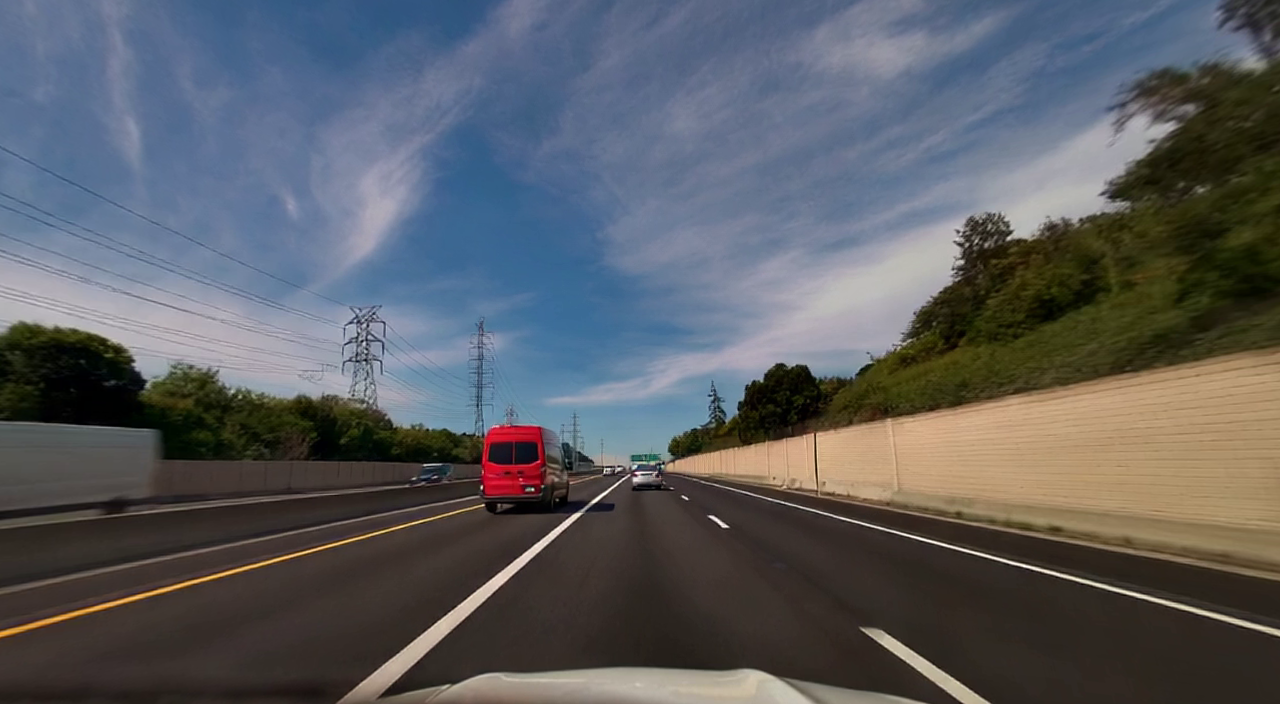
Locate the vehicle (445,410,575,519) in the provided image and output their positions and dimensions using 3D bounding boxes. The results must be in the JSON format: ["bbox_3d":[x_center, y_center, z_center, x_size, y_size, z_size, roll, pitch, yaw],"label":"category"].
[{"bbox_3d":[-3.518,3.373,18.839,2.394,2.609,6.875,1,-11,0],"label":"vehicle"}]

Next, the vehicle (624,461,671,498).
[{"bbox_3d":[0.319,5.804,28.848,2.006,1.554,3.863,1,-10,-1],"label":"vehicle"}]

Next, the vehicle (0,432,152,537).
[{"bbox_3d":[-12.221,2.485,11.984,2.083,1.798,4.610,0,-11,0],"label":"vehicle"}]

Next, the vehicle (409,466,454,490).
[{"bbox_3d":[-12.745,7.705,38.657,1.579,1.366,3.348,1,-10,-1],"label":"vehicle"}]
